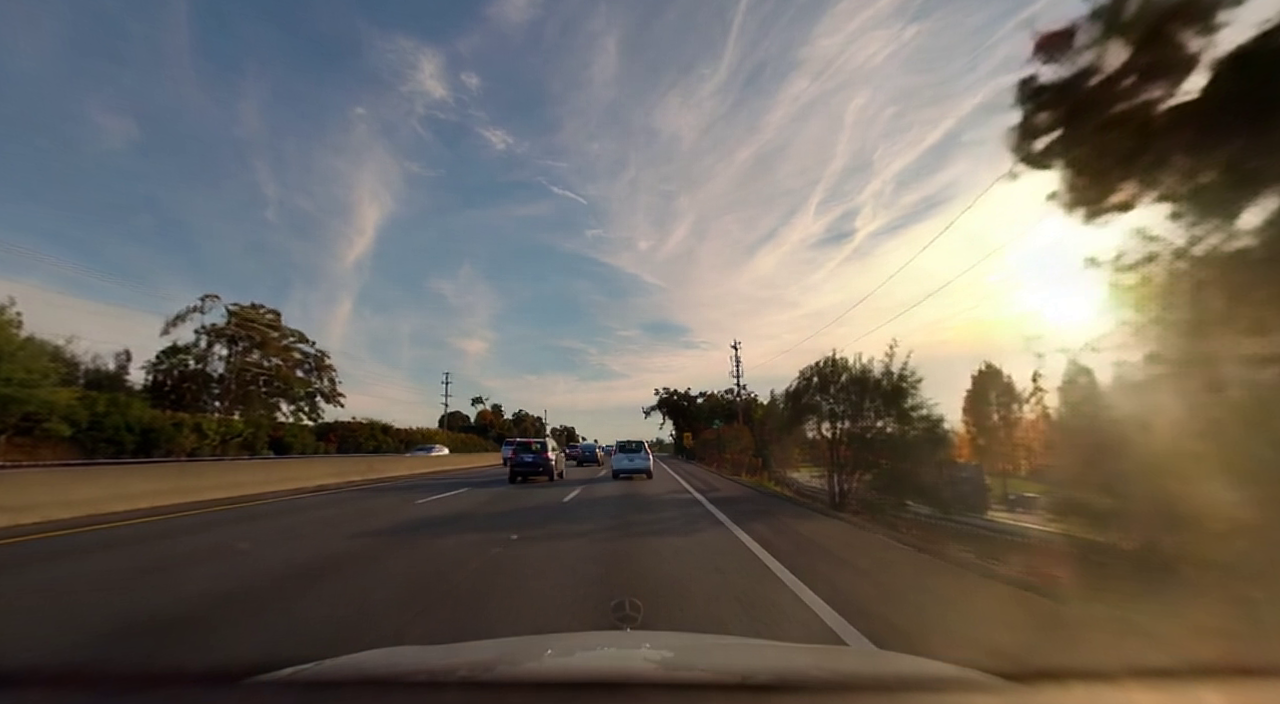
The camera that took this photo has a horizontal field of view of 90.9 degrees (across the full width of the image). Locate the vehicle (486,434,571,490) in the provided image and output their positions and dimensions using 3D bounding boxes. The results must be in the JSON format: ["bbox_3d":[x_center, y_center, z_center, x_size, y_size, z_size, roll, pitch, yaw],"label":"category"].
[{"bbox_3d":[-3.844,3.888,22.617,2.104,1.754,4.515,0,-8,1],"label":"vehicle"}]

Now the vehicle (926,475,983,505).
[{"bbox_3d":[21.804,9.563,43.950,1.826,1.625,4.758,-1,-8,5],"label":"vehicle"}]

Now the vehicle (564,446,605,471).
[{"bbox_3d":[-3.379,6.587,39.297,2.092,1.464,4.466,0,-9,1],"label":"vehicle"}]

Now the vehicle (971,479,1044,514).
[{"bbox_3d":[21.588,8.482,37.293,1.820,1.768,4.621,-3,-10,6],"label":"vehicle"}]

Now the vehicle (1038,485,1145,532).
[{"bbox_3d":[19.868,6.865,28.003,1.832,1.624,4.158,-1,-8,4],"label":"vehicle"}]

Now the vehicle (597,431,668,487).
[{"bbox_3d":[-0.234,3.856,22.927,2.319,1.813,4.274,0,-8,0],"label":"vehicle"}]

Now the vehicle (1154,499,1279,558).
[{"bbox_3d":[20.120,5.865,21.352,1.801,1.469,4.315,-3,-10,2],"label":"vehicle"}]
